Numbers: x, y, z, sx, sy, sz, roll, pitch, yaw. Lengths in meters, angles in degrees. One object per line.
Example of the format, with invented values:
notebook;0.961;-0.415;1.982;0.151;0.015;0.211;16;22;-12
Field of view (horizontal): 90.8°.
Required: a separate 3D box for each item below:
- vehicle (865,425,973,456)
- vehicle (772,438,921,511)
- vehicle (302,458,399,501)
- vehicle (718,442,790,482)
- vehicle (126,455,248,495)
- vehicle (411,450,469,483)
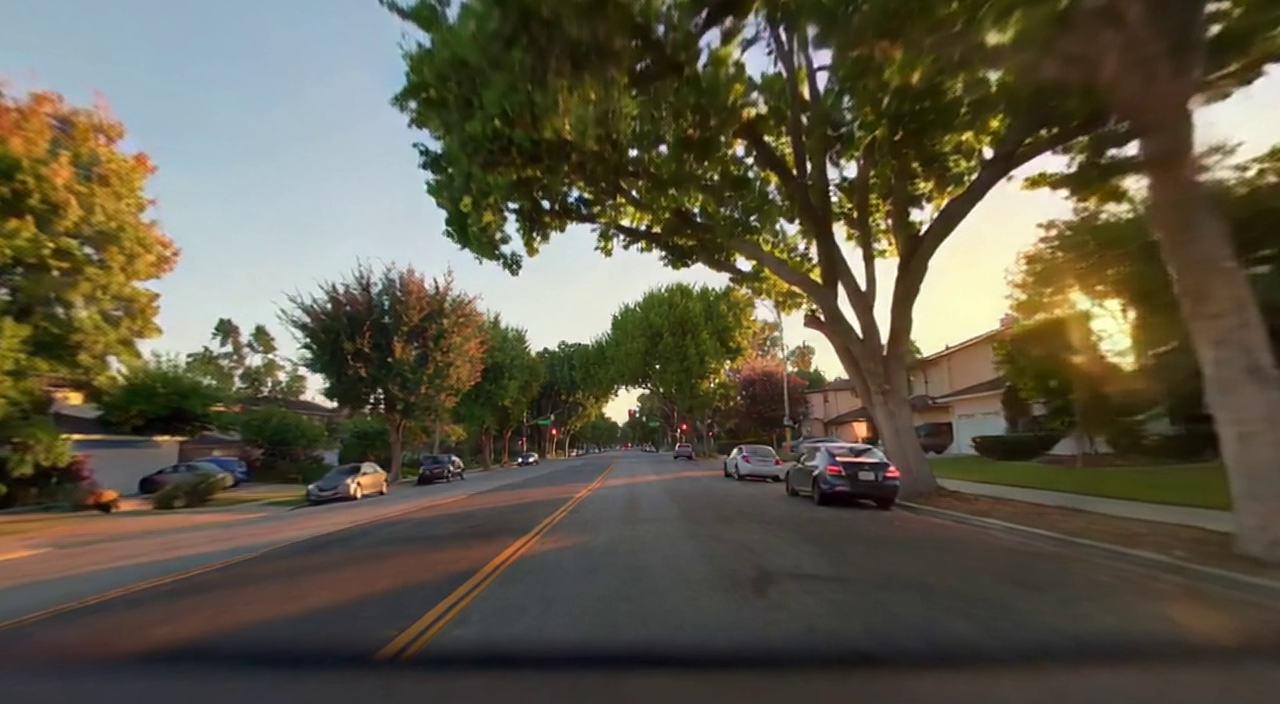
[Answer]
vehicle;14.402;4.596;32.774;4.660;1.546;1.916;0;-8;0
vehicle;4.650;2.804;14.999;2.010;1.461;4.247;0;-9;-1
vehicle;-11.477;5.051;25.363;1.867;1.471;4.139;0;-9;1
vehicle;4.457;4.385;25.402;2.063;1.444;4.217;0;-9;-1
vehicle;-19.969;5.405;27.969;3.932;1.641;1.819;0;-9;-1
vehicle;-11.523;6.565;36.660;1.977;1.753;4.278;0;-8;0
